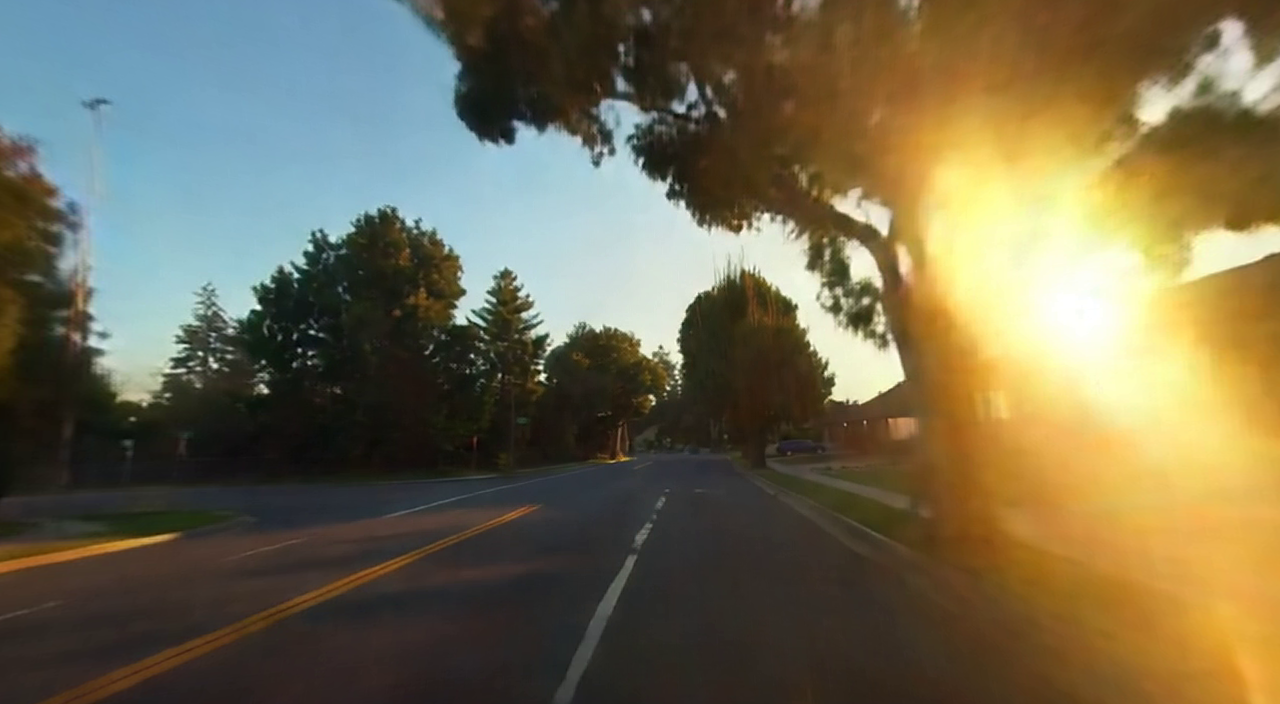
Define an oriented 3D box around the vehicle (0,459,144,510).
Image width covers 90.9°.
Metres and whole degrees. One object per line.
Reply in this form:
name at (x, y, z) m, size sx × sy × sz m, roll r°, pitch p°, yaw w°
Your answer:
vehicle at (-19.674, 4.475, 21.375) m, size 4.270 × 1.481 × 1.972 m, roll -3°, pitch -9°, yaw 8°
